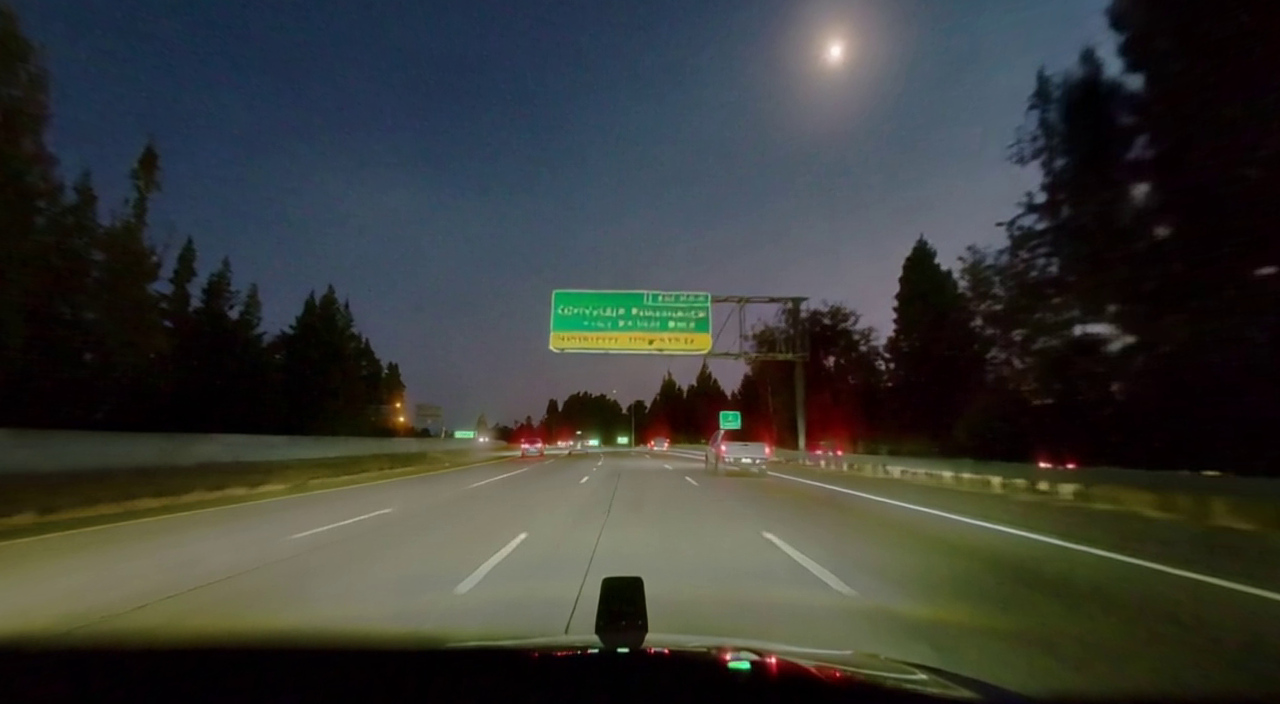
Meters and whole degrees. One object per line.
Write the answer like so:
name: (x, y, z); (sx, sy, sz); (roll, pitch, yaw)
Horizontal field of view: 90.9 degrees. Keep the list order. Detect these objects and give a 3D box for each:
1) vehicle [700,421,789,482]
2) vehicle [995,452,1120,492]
vehicle: (3.323, 3.273, 20.995); (2.043, 1.795, 4.347); (0, -8, -2)
vehicle: (18.736, 5.369, 28.642); (2.033, 1.580, 4.752); (1, -8, -7)
